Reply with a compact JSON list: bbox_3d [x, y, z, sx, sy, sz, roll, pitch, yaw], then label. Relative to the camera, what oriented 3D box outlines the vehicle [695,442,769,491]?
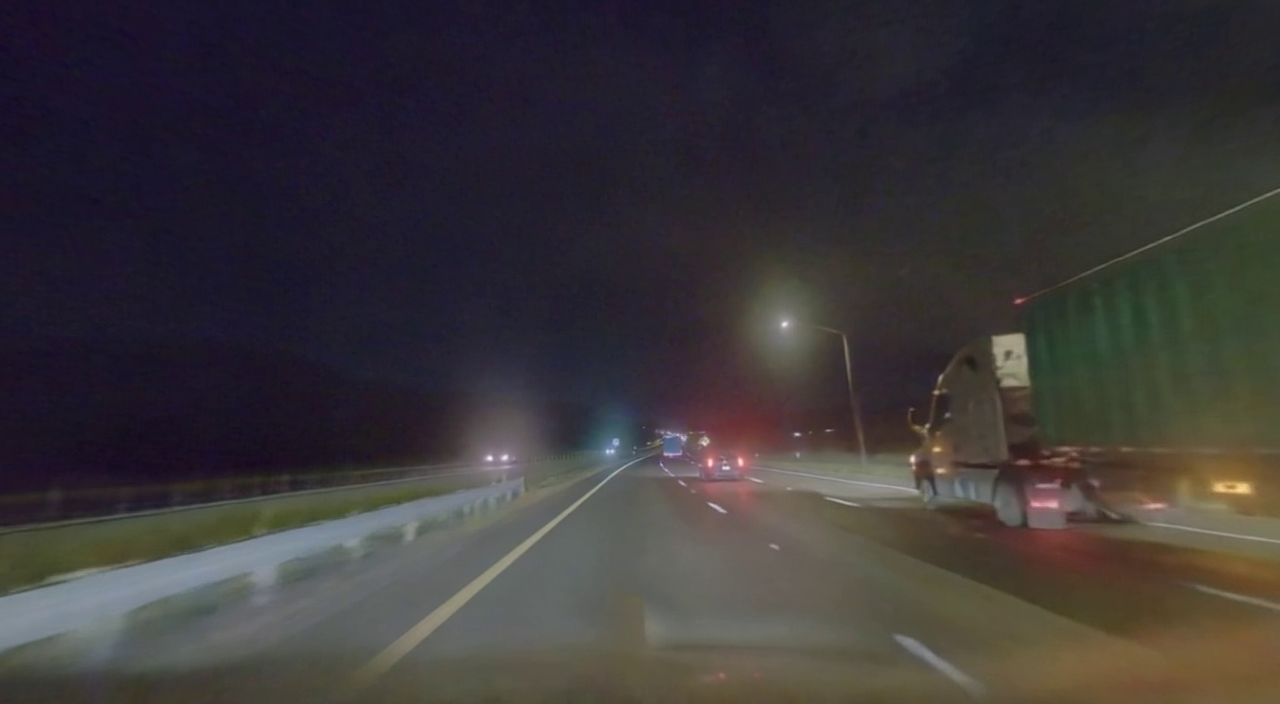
[{"bbox_3d":[3.216,4.078,22.677,2.024,1.579,3.707,0,-9,-1],"label":"vehicle"}]

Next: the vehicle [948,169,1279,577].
[{"bbox_3d":[7.888,0.126,5.831,2.907,4.042,13.858,0,-9,-1],"label":"vehicle"}]
